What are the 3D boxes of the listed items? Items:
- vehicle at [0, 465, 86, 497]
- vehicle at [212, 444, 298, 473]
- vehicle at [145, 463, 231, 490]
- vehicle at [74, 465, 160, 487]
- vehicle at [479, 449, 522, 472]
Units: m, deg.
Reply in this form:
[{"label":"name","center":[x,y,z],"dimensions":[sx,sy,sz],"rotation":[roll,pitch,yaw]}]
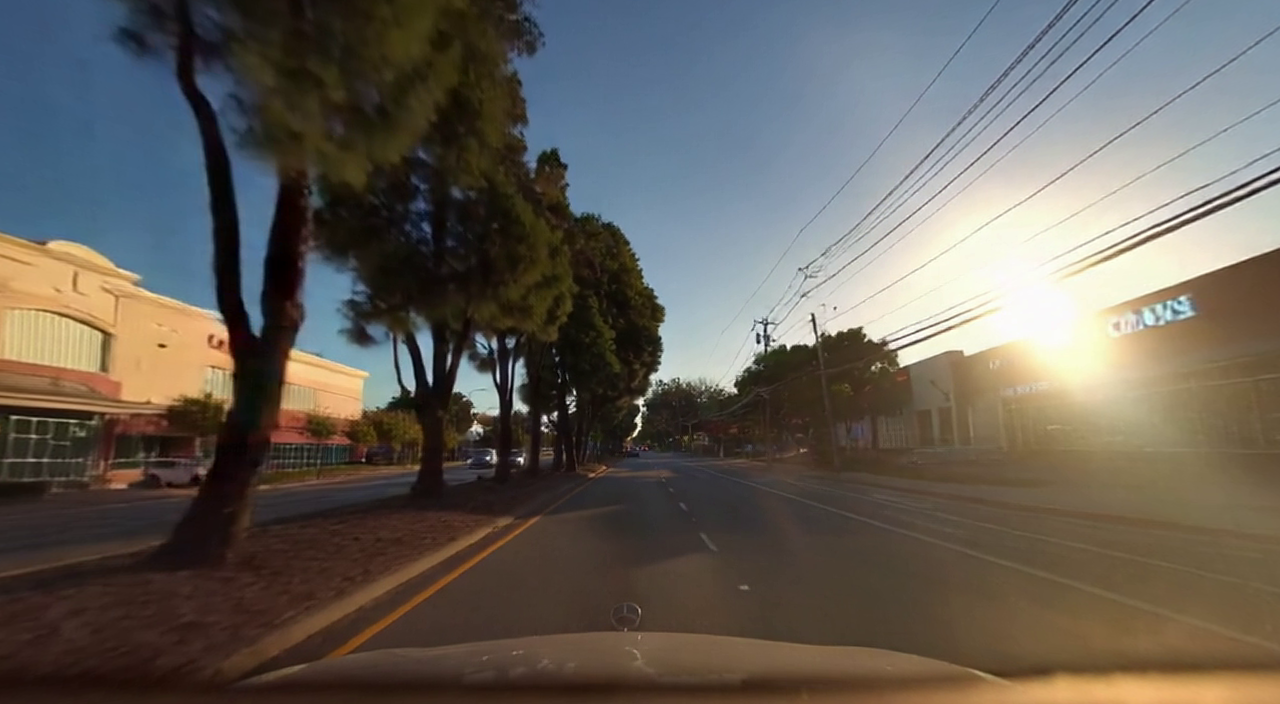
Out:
[{"label":"vehicle","center":[-35.832,7.654,37.797],"dimensions":[1.753,1.479,3.925],"rotation":[-2,-6,2]},{"label":"vehicle","center":[-29.999,8.319,49.381],"dimensions":[5.145,1.979,2.281],"rotation":[-2,-9,-3]},{"label":"vehicle","center":[-30.110,8.263,42.115],"dimensions":[4.377,1.520,1.843],"rotation":[-3,-9,3]},{"label":"vehicle","center":[-38.275,9.093,46.293],"dimensions":[1.864,1.501,4.419],"rotation":[-7,-13,40]},{"label":"vehicle","center":[-9.544,7.424,43.542],"dimensions":[1.900,1.488,4.675],"rotation":[0,-9,0]}]
